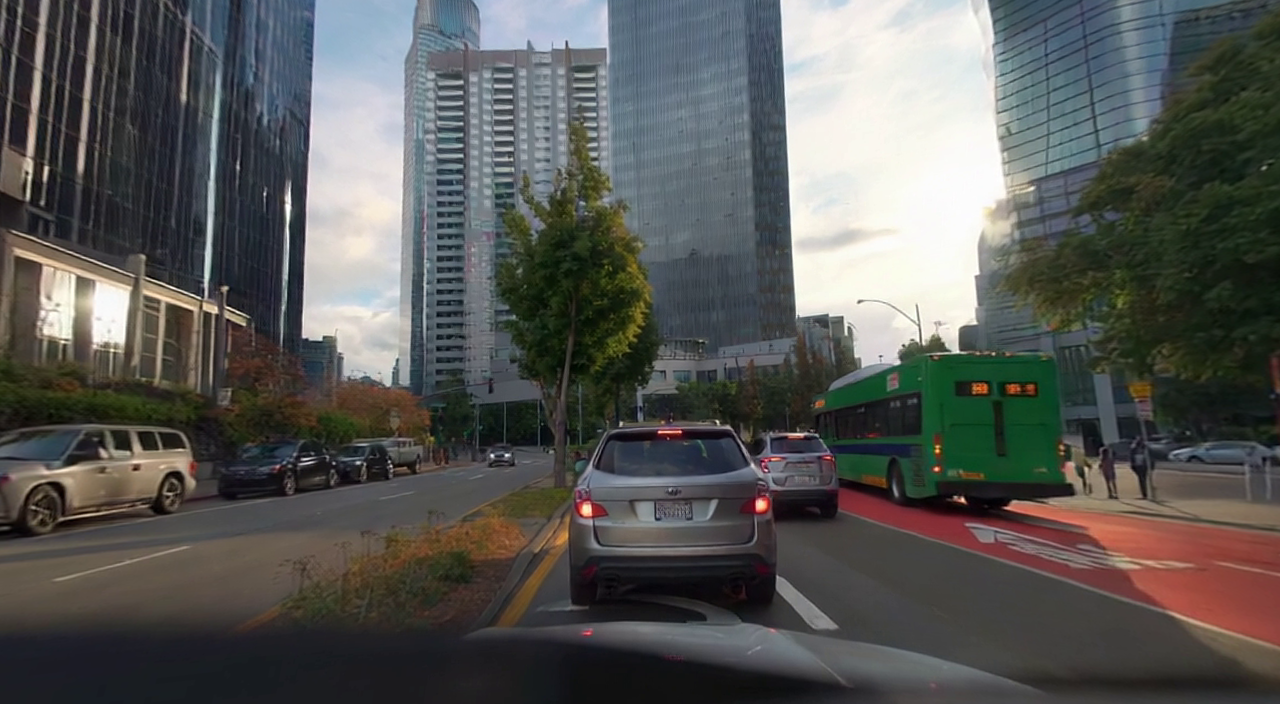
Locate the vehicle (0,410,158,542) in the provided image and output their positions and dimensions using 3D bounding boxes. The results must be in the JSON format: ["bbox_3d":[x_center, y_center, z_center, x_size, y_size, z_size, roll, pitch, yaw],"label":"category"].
[{"bbox_3d":[-10.383,2.068,10.886,1.543,1.946,3.454,1,-9,-5],"label":"vehicle"}]

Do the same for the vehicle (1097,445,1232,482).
[{"bbox_3d":[31.093,6.608,37.750,5.890,1.996,2.155,-6,-10,34],"label":"vehicle"}]

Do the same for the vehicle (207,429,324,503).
[{"bbox_3d":[-11.056,3.362,18.934,1.559,1.973,3.419,1,-9,-5],"label":"vehicle"}]

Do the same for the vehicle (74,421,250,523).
[{"bbox_3d":[-10.720,2.674,14.492,1.482,2.019,3.297,0,-9,-3],"label":"vehicle"}]

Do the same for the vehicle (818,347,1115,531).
[{"bbox_3d":[6.636,2.032,14.702,3.113,3.116,7.650,0,-8,3],"label":"vehicle"}]

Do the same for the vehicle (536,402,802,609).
[{"bbox_3d":[0.289,1.583,7.390,2.192,1.695,4.142,0,-8,2],"label":"vehicle"}]

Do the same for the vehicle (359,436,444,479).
[{"bbox_3d":[-11.817,5.258,31.833,2.338,1.963,5.740,0,-9,-4],"label":"vehicle"}]

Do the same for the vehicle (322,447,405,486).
[{"bbox_3d":[-11.373,4.692,26.315,1.791,1.463,4.210,0,-9,-4],"label":"vehicle"}]

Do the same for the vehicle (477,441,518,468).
[{"bbox_3d":[-9.976,7.225,44.642,2.198,1.779,4.926,1,-9,-6],"label":"vehicle"}]
